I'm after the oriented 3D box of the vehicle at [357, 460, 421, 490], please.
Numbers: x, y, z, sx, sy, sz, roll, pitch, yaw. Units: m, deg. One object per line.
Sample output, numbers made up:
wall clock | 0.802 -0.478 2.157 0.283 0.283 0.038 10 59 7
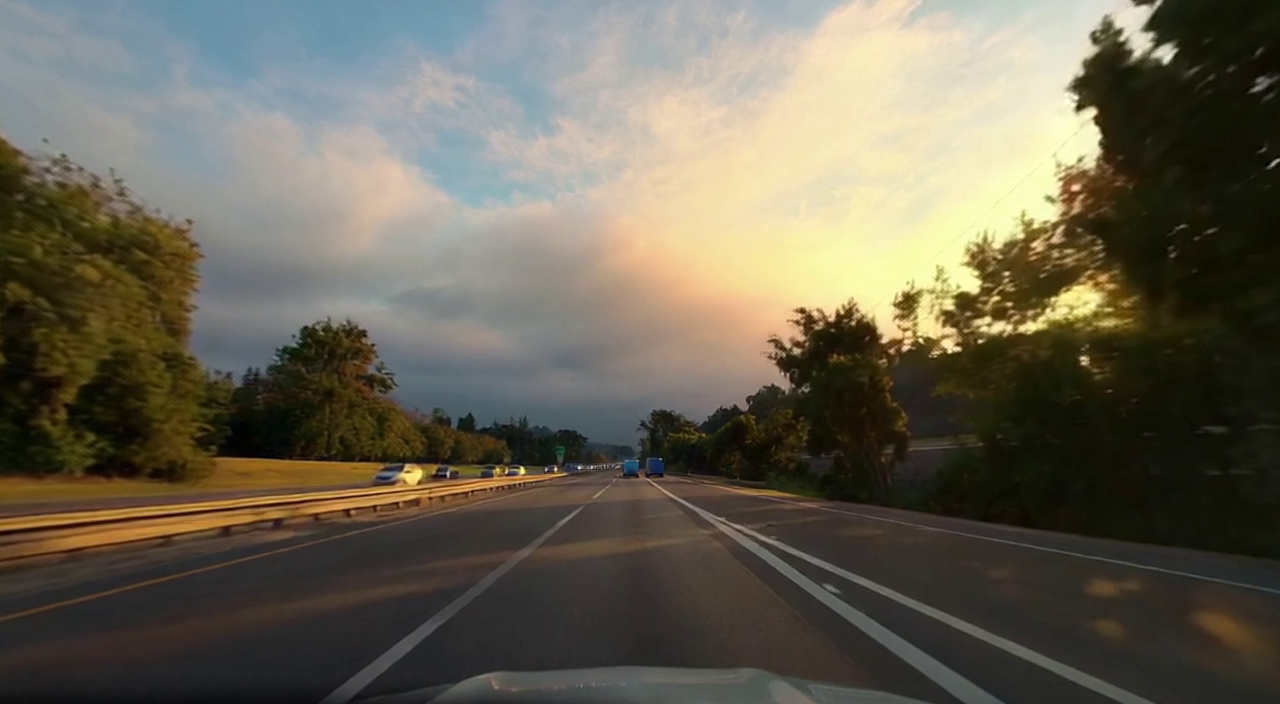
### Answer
vehicle | -13.679 6.714 34.542 1.859 1.468 3.965 1 -10 0
